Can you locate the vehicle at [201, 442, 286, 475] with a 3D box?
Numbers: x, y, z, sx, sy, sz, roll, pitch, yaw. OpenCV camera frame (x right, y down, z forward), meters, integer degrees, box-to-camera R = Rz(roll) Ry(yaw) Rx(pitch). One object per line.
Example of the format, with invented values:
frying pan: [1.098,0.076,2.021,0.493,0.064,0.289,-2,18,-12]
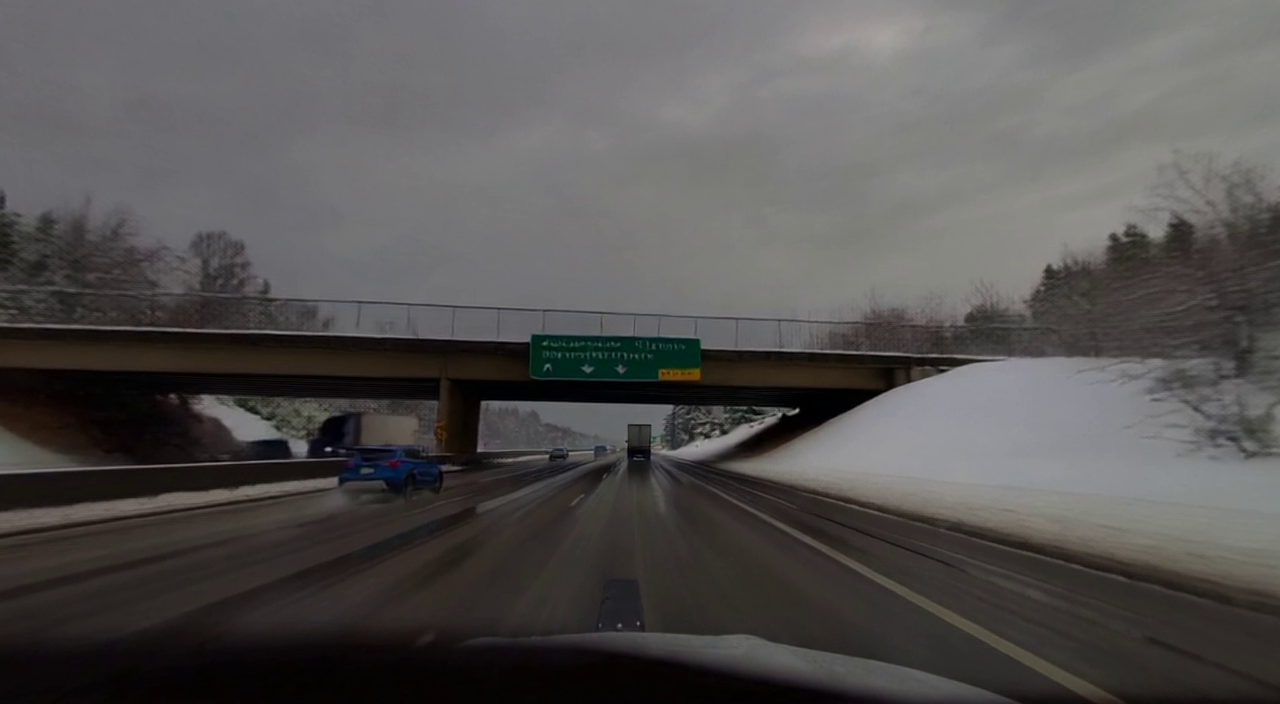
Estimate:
vehicle: [-17.861,4.793,28.586,1.653,1.376,3.364,0,-9,0]

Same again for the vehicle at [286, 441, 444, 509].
vehicle: [-6.848,3.089,16.388,2.038,1.489,4.603,0,-9,0]
